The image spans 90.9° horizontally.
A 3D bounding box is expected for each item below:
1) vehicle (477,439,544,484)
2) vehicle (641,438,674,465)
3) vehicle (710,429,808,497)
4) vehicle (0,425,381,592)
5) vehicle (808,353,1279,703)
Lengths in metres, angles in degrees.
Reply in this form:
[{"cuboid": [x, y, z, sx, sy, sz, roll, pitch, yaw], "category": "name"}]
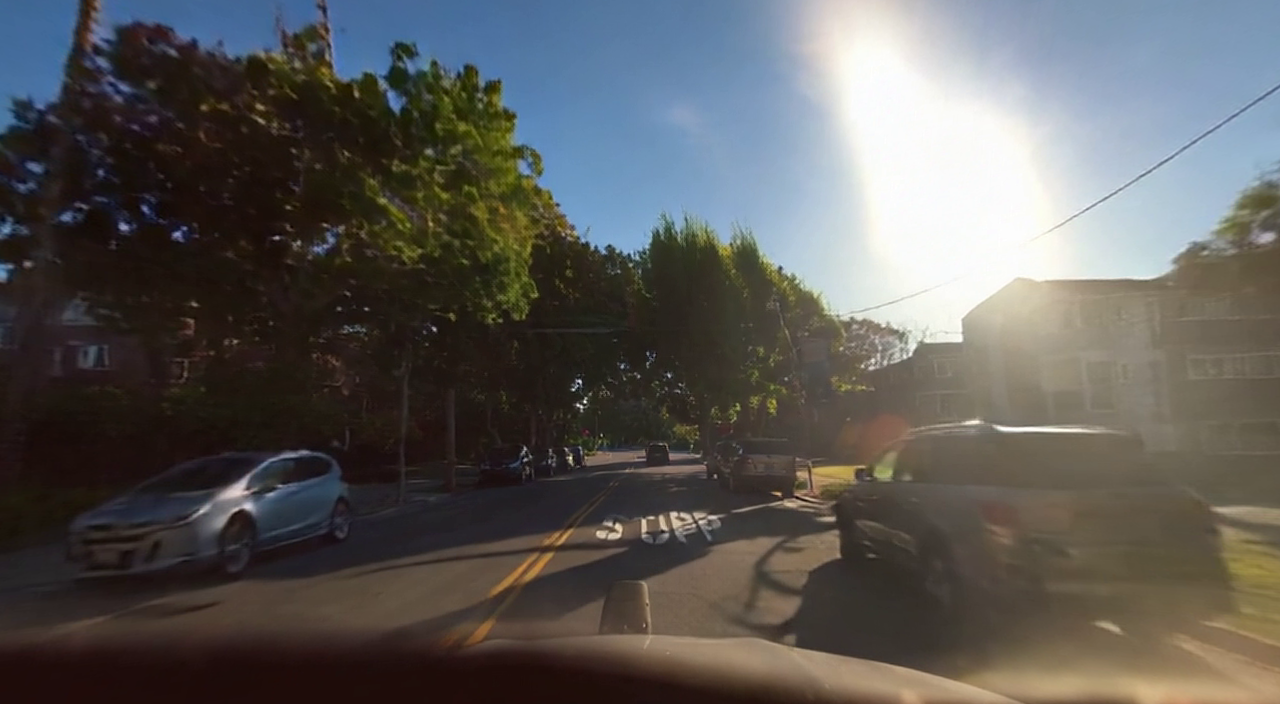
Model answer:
[{"cuboid": [-5.116, 4.361, 25.497, 1.955, 1.659, 4.324, 0, -8, -2], "category": "vehicle"}, {"cuboid": [1.207, 6.885, 43.850, 2.172, 1.722, 4.201, 0, -8, 1], "category": "vehicle"}, {"cuboid": [3.445, 3.316, 19.253, 1.970, 1.801, 4.721, 0, -8, -1], "category": "vehicle"}, {"cuboid": [-5.593, 1.939, 8.812, 2.007, 1.709, 4.502, 0, -8, 0], "category": "vehicle"}, {"cuboid": [3.105, 1.252, 5.436, 2.117, 1.807, 4.964, 0, -8, 2], "category": "vehicle"}]
